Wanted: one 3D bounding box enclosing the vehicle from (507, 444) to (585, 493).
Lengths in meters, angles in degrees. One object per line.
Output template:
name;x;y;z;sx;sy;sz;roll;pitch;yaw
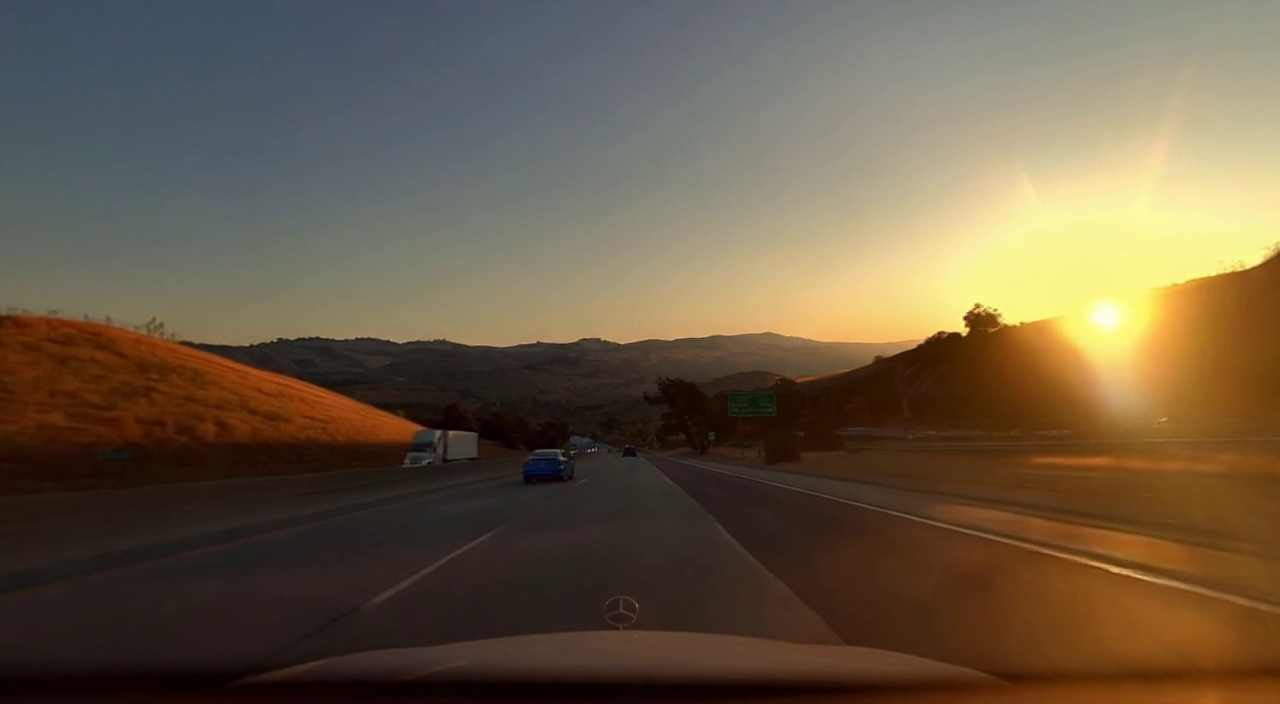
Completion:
vehicle;-3.267;4.161;22.810;2.069;1.573;4.589;0;-9;1
